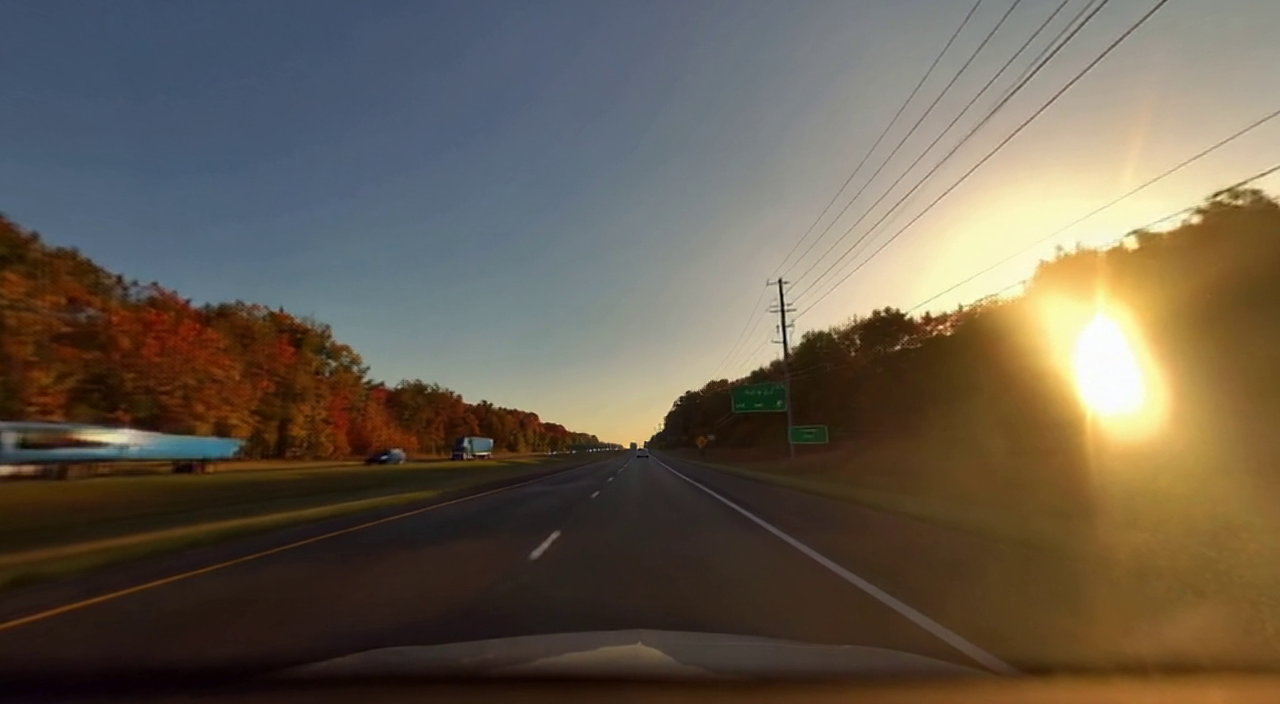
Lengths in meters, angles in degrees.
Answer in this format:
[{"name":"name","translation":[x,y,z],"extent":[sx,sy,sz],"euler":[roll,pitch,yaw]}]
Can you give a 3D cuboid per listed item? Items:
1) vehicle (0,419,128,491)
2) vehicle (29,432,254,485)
[{"name":"vehicle","translation":[-31.994,5.353,33.001],"extent":[3.034,3.377,8.451],"euler":[0,-9,0]},{"name":"vehicle","translation":[-31.944,6.991,42.052],"extent":[2.766,2.849,15.052],"euler":[0,-9,1]}]
